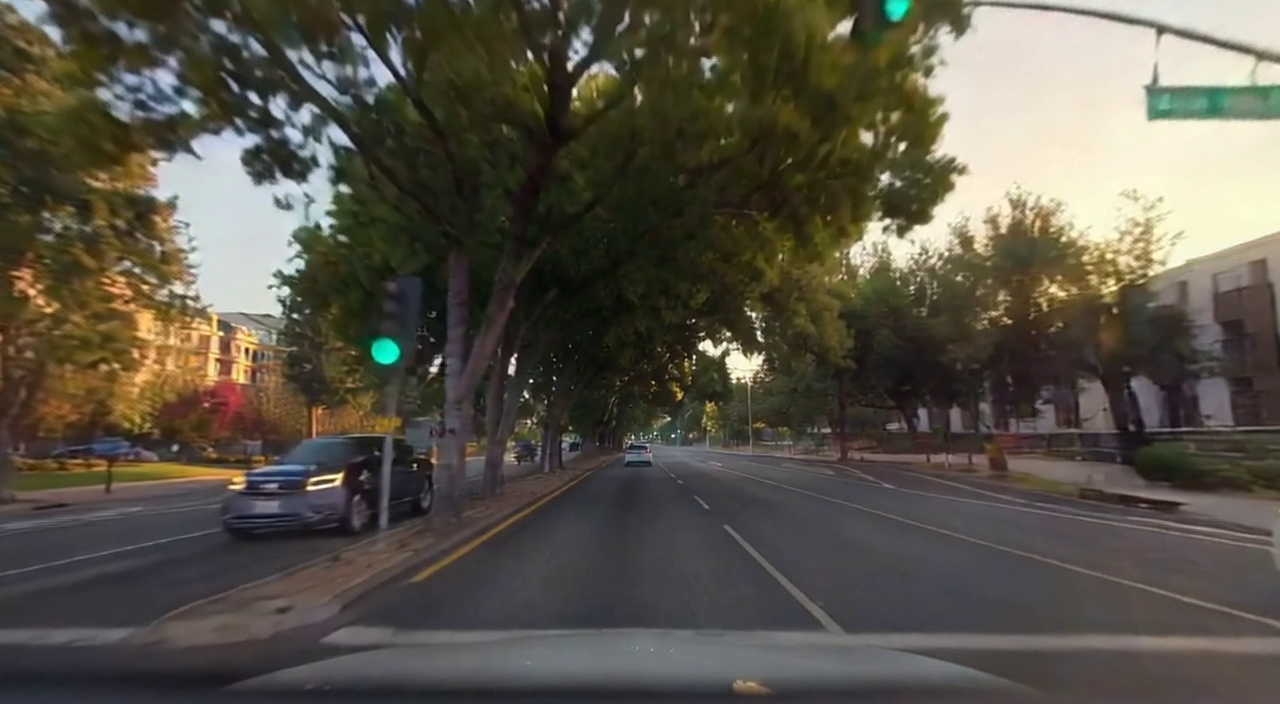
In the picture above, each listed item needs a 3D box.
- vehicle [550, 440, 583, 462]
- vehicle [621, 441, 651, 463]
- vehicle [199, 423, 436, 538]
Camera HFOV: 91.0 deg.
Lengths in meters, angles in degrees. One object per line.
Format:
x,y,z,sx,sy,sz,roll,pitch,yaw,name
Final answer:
-5.495,7.493,47.601,1.939,1.608,3.924,0,-9,1,vehicle
-0.309,7.131,44.847,2.064,1.477,3.968,0,-9,-1,vehicle
-5.323,2.159,11.185,2.016,1.631,4.148,0,-9,-1,vehicle
